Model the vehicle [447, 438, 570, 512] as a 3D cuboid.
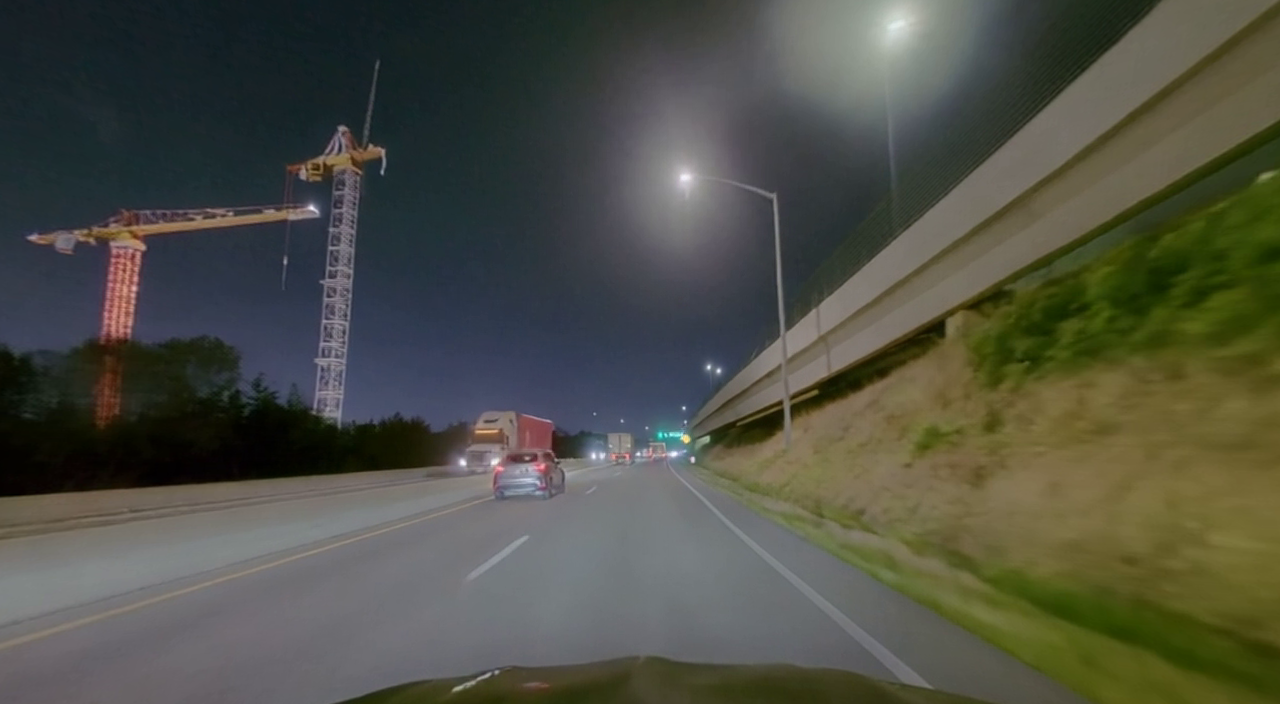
[{"bbox_3d":[-3.197,3.093,16.271,2.194,1.648,3.984,0,-9,1],"label":"vehicle"}]
